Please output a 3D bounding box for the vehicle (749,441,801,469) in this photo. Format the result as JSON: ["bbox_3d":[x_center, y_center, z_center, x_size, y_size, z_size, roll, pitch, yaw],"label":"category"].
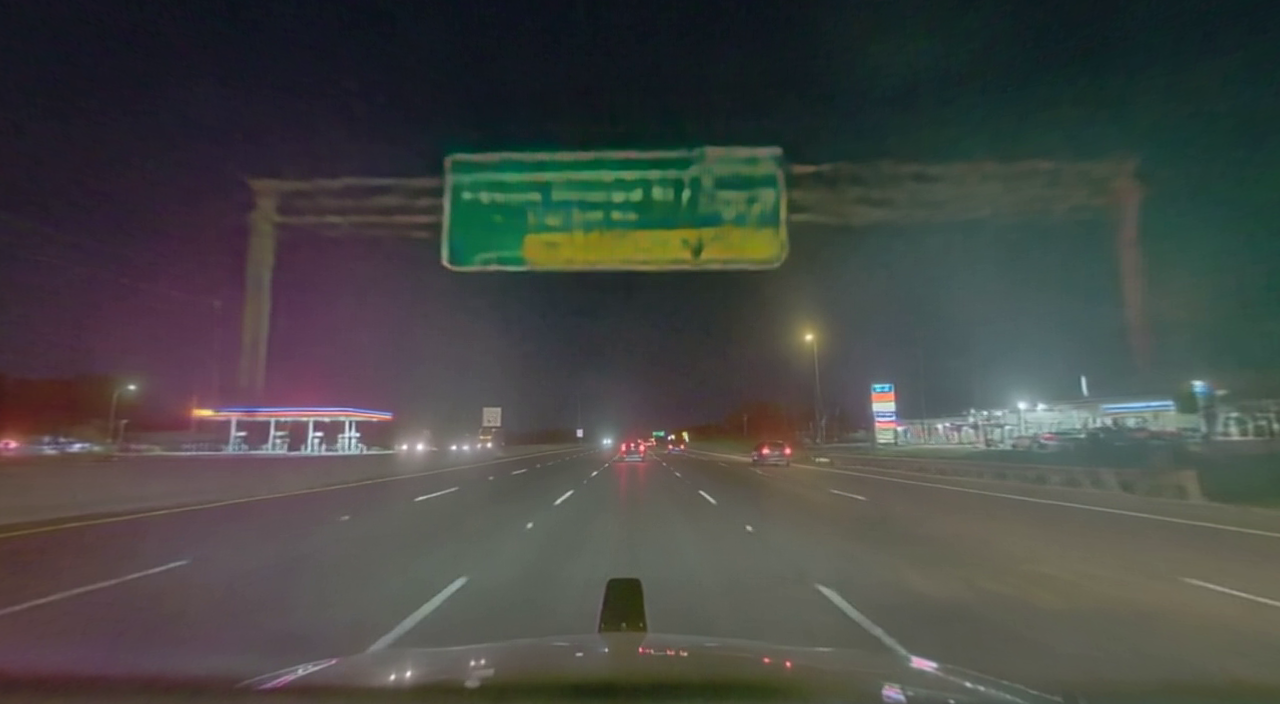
[{"bbox_3d":[7.514,5.740,35.455,1.867,1.463,4.295,0,-8,-1],"label":"vehicle"}]

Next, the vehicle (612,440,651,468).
[{"bbox_3d":[-0.483,5.684,35.323,1.999,1.473,4.351,0,-8,-1],"label":"vehicle"}]
